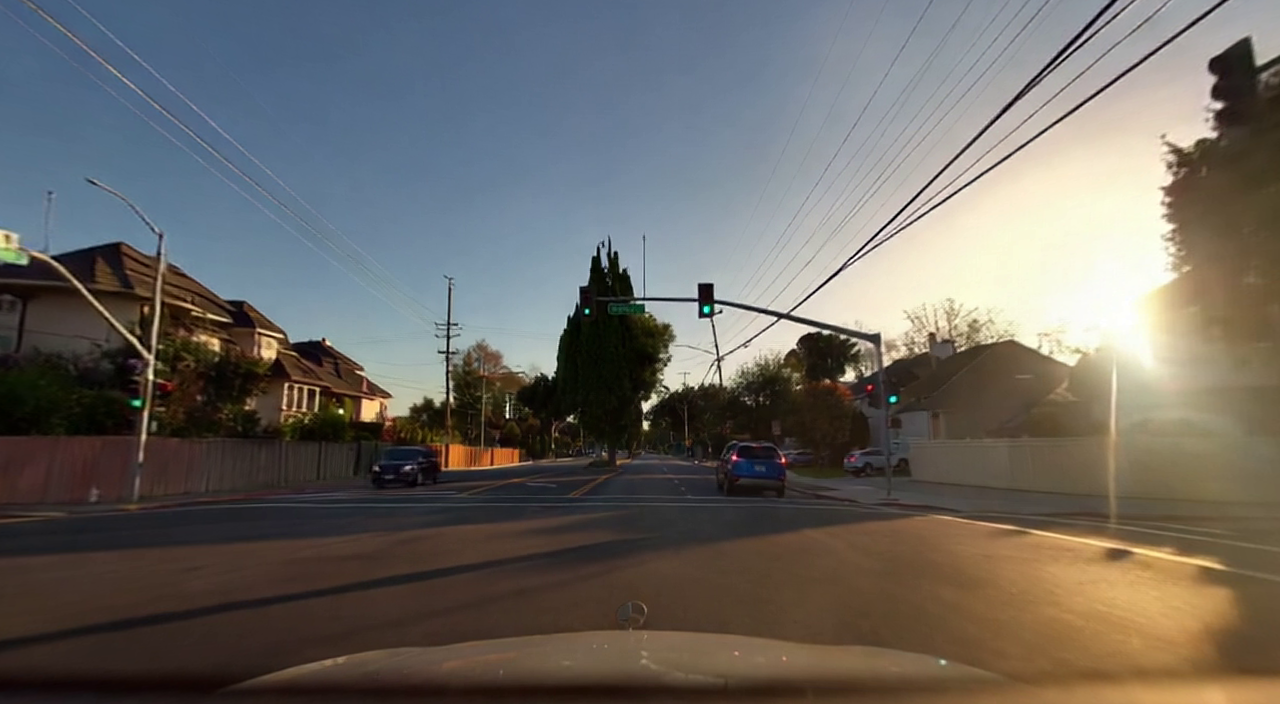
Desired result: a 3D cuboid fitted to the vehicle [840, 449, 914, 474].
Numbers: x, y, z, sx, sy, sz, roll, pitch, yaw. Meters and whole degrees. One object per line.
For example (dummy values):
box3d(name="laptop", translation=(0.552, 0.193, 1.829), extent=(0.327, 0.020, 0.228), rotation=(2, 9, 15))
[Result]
box3d(name="vehicle", translation=(15.541, 7.196, 41.487), extent=(4.135, 1.558, 1.929), rotation=(0, -8, 3))

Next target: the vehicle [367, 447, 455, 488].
box3d(name="vehicle", translation=(-10.191, 5.157, 28.487), extent=(2.241, 1.620, 4.511), rotation=(-2, -9, 1))

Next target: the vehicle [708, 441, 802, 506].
box3d(name="vehicle", translation=(3.576, 3.867, 20.655), extent=(2.144, 1.843, 4.827), rotation=(0, -9, 0))
